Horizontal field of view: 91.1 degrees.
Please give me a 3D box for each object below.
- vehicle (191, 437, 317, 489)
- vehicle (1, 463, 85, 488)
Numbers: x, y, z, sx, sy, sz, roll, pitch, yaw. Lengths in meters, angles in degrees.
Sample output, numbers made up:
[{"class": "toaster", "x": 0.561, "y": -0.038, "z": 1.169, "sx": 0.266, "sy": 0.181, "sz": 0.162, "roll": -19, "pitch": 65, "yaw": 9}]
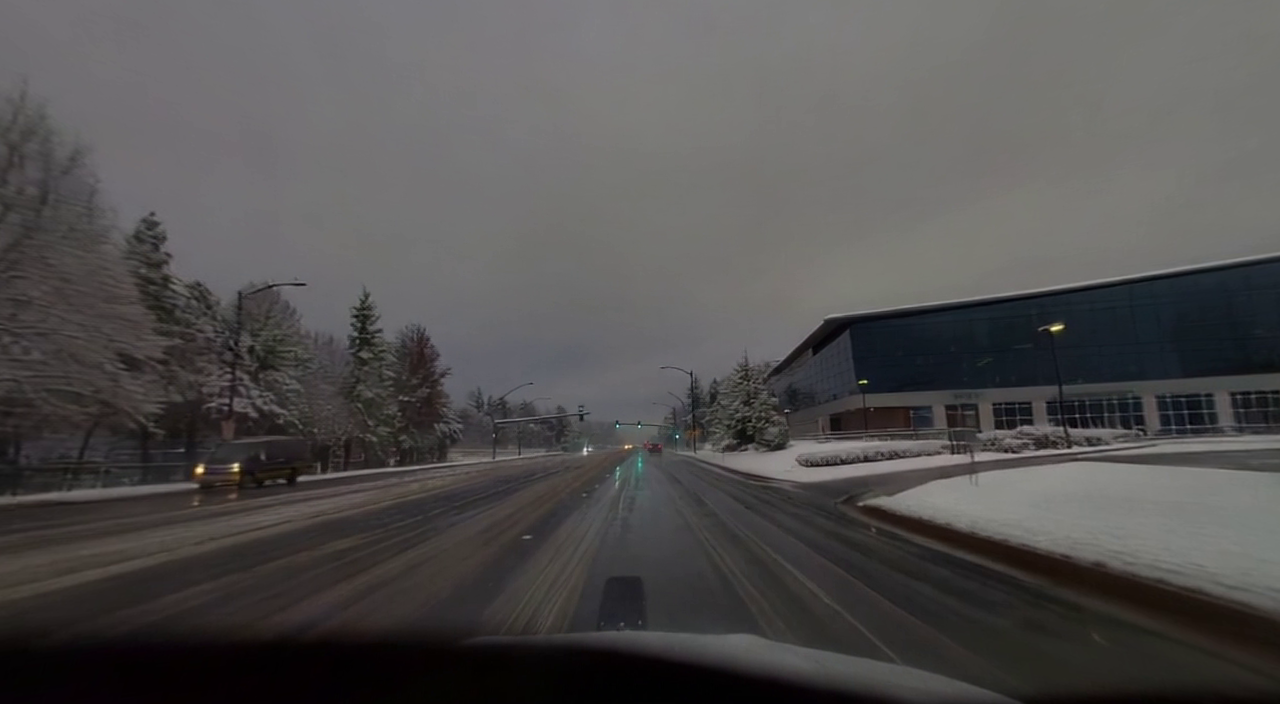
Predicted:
[{"class": "vehicle", "x": -17.456, "y": 5.019, "z": 28.837, "sx": 2.331, "sy": 2.109, "sz": 5.400, "roll": 0, "pitch": -8, "yaw": 0}, {"class": "vehicle", "x": -41.725, "y": 8.617, "z": 43.921, "sx": 4.294, "sy": 1.512, "sz": 1.800, "roll": -3, "pitch": -9, "yaw": 5}]
